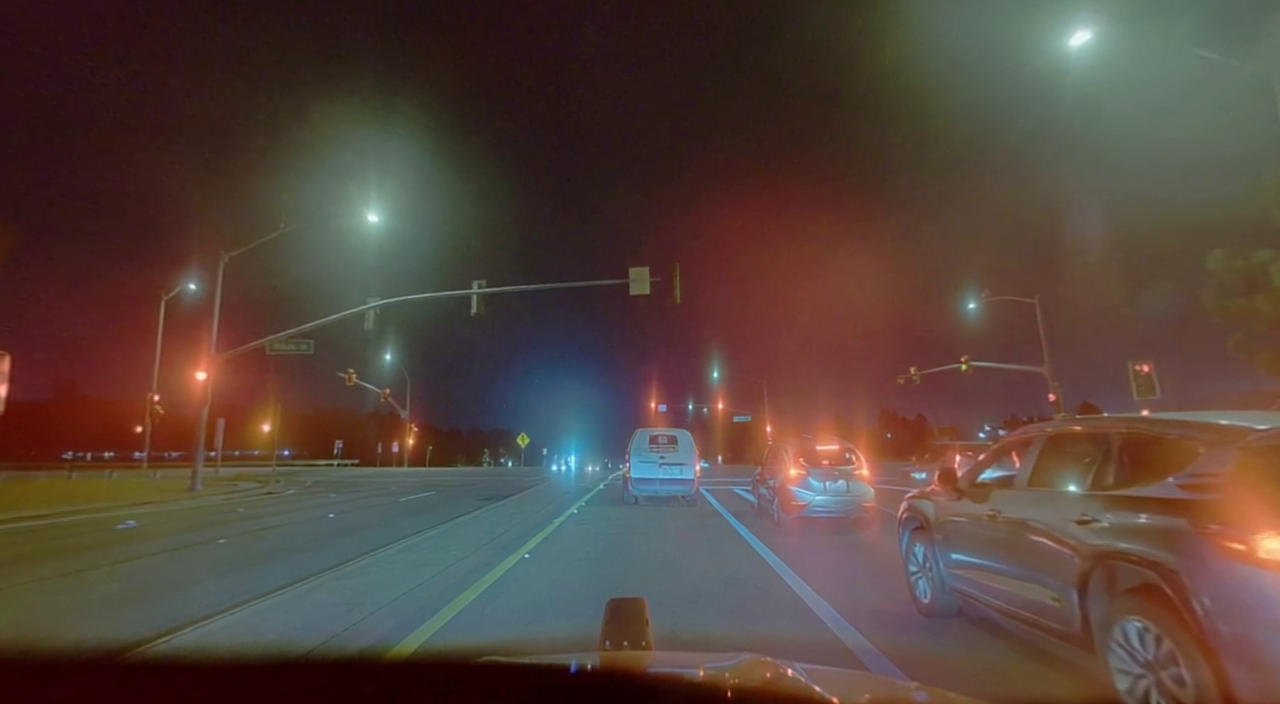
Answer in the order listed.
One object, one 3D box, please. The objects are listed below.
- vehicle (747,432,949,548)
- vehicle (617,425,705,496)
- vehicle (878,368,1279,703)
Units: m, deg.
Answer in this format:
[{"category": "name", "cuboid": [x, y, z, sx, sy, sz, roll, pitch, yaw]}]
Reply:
[{"category": "vehicle", "cuboid": [3.085, 2.075, 10.436, 1.956, 1.477, 4.285, 0, -7, 1]}, {"category": "vehicle", "cuboid": [0.515, 3.136, 18.561, 2.245, 1.800, 4.522, 0, -8, -1]}, {"category": "vehicle", "cuboid": [2.960, 0.997, 2.994, 2.078, 1.578, 4.107, 0, -8, 1]}]
